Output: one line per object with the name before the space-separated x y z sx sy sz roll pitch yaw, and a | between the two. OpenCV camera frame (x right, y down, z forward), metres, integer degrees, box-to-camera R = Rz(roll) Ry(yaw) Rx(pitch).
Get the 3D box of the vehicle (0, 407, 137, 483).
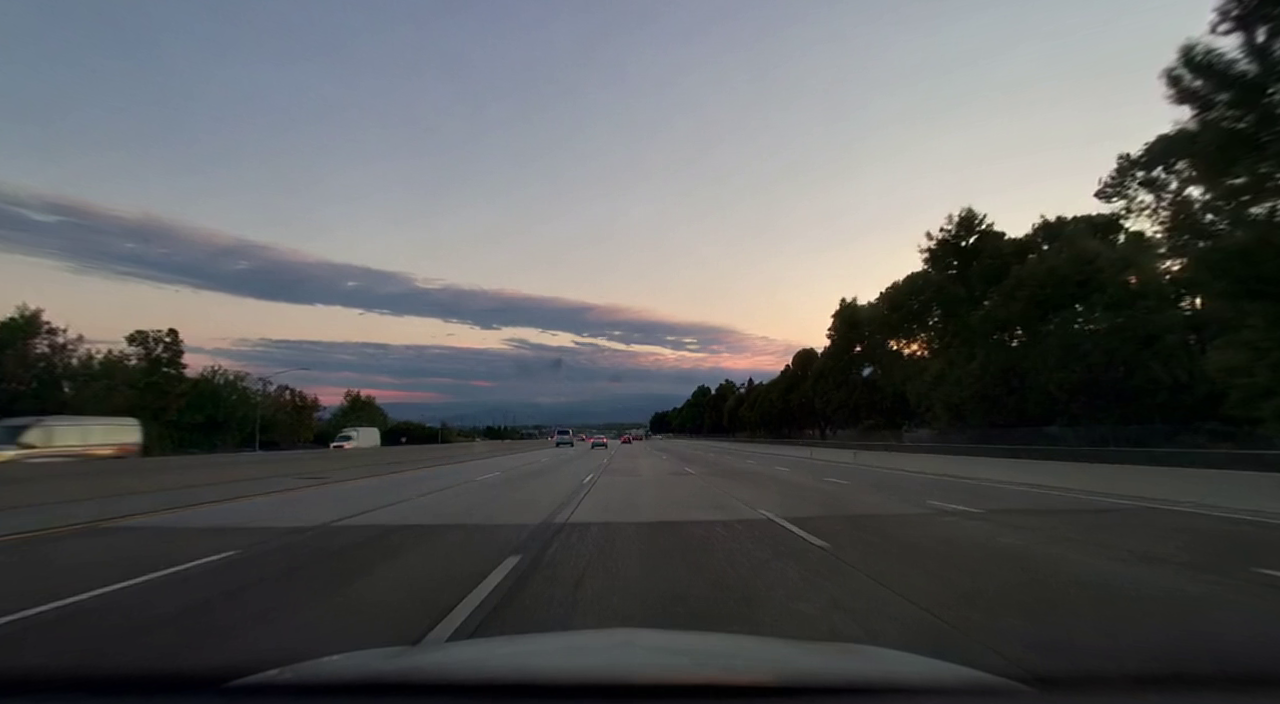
vehicle | -22.250 3.327 22.638 2.288 2.483 7.399 0 -8 -1
